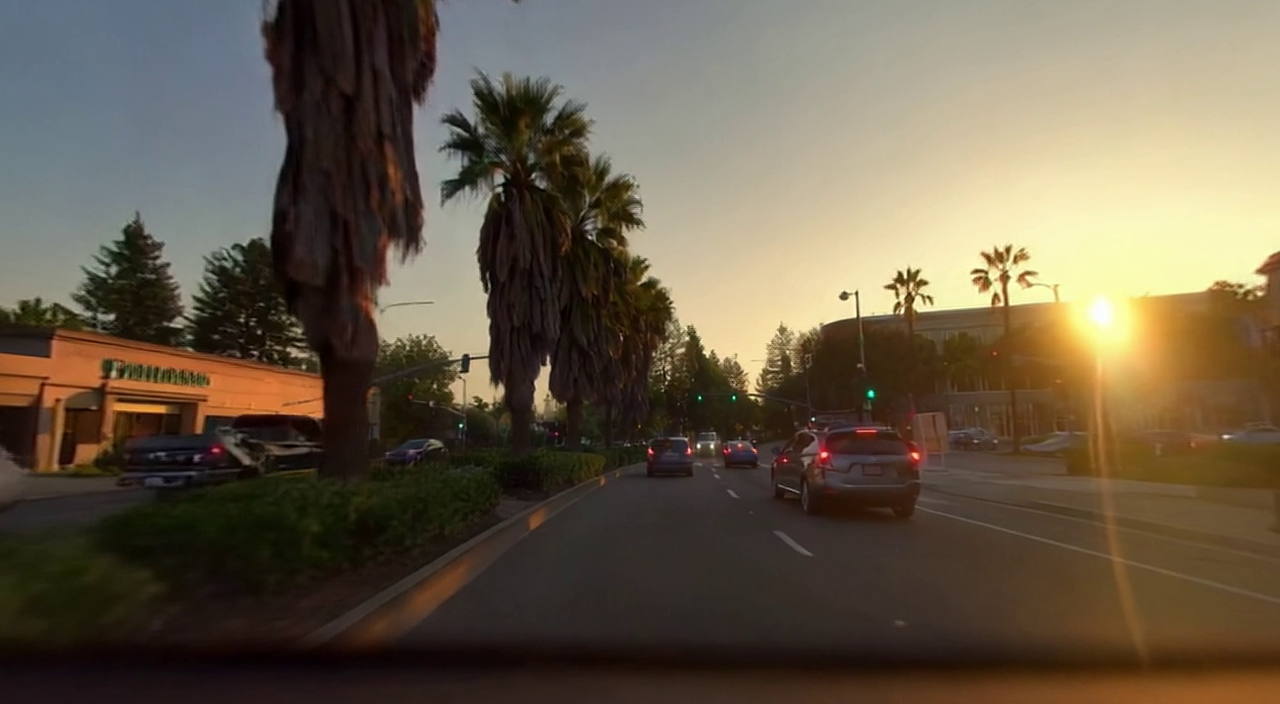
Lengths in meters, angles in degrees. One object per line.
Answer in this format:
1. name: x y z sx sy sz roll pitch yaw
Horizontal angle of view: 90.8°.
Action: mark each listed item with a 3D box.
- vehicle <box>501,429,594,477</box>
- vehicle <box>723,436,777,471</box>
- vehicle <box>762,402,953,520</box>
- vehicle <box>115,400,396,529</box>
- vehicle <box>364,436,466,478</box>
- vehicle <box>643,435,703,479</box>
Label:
1. vehicle: -3.620 4.074 25.762 2.088 1.746 4.650 -2 -9 15
2. vehicle: 5.128 4.796 30.097 2.149 1.532 4.168 -1 -8 5
3. vehicle: 4.103 2.191 13.098 2.267 1.931 5.145 -1 -8 2
4. vehicle: -6.596 2.012 11.711 2.127 1.888 4.637 -1 -8 2
5. vehicle: -8.576 4.054 24.590 2.017 1.472 4.418 -1 -8 5
6. vehicle: 1.254 3.884 23.580 2.057 1.492 3.825 -1 -8 4
